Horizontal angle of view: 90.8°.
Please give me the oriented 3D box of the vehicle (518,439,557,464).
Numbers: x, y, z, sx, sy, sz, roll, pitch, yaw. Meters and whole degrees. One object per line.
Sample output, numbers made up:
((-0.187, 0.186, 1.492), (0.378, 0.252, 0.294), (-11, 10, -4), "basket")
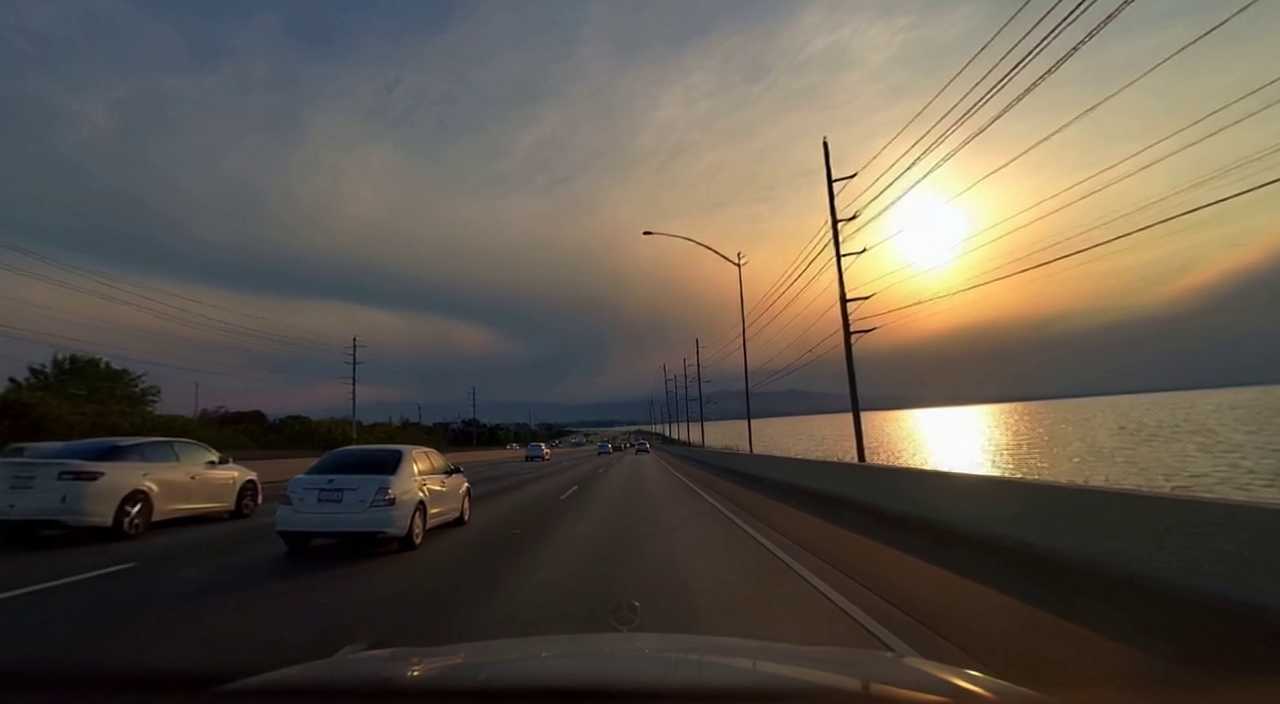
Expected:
((-7.435, 7.255, 46.263), (2.050, 1.717, 4.418), (0, -8, 0), "vehicle")

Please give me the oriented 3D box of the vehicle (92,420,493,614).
((-3.247, 1.625, 7.228), (2.015, 1.501, 4.454), (0, -8, 1), "vehicle")
